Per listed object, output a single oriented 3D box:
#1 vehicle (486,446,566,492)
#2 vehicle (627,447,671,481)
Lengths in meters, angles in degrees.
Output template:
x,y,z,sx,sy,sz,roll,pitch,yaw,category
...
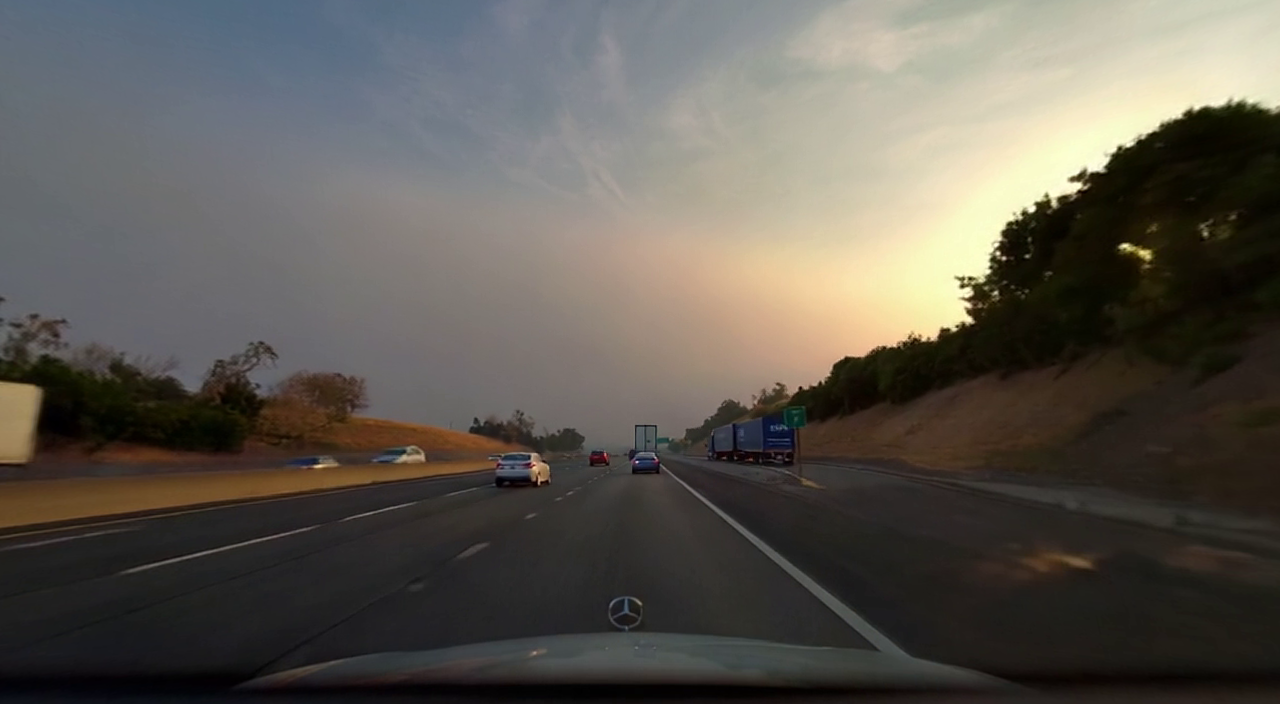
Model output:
x,y,z,sx,sy,sz,roll,pitch,yaw,category
-4.021,4.194,23.011,2.018,1.504,4.431,0,-9,1,vehicle
0.413,5.376,30.466,1.991,1.507,3.391,0,-9,0,vehicle
